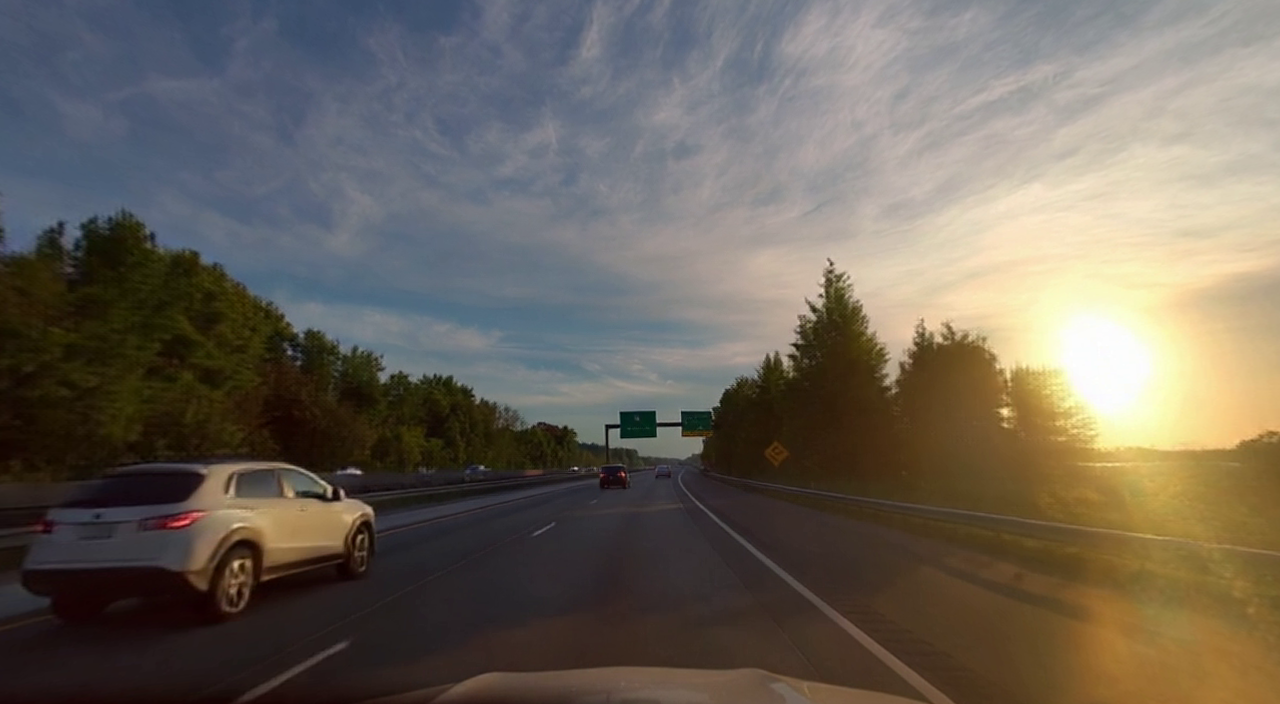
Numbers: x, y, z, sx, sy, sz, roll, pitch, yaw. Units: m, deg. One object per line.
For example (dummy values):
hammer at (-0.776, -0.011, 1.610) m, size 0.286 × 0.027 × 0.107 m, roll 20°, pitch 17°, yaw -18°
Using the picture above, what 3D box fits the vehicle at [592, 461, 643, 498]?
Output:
vehicle at (-0.979, 5.992, 29.769) m, size 2.000 × 1.594 × 3.996 m, roll 1°, pitch -11°, yaw 4°

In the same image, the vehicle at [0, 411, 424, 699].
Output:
vehicle at (-3.958, 1.550, 5.936) m, size 2.063 × 1.556 × 4.740 m, roll 1°, pitch -11°, yaw 1°
